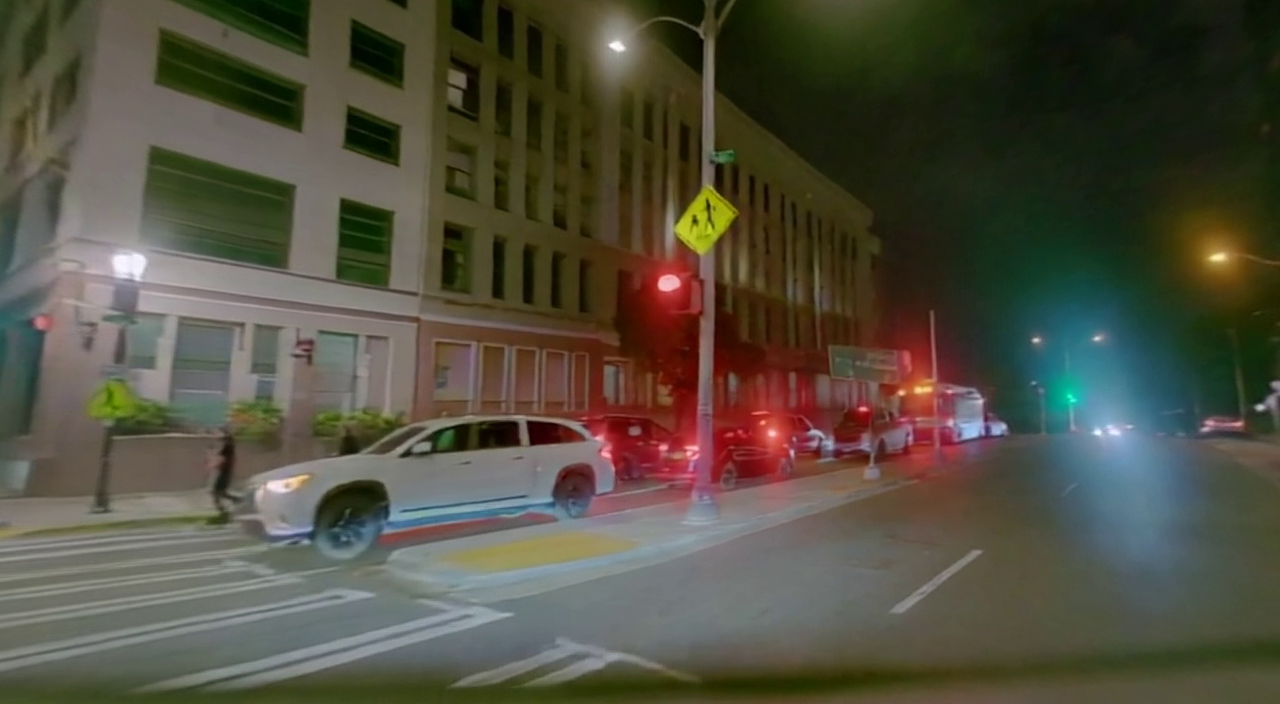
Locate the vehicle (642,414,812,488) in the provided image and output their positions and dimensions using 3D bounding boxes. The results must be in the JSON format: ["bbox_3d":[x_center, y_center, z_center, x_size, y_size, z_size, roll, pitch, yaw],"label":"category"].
[{"bbox_3d":[2.245,2.381,15.259,1.826,1.488,4.628,-8,-11,39],"label":"vehicle"}]

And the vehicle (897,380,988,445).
[{"bbox_3d":[14.086,2.939,29.228,2.268,2.708,5.699,-7,-11,39],"label":"vehicle"}]

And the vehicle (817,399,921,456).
[{"bbox_3d":[8.404,2.816,22.929,1.988,1.855,4.599,-8,-11,40],"label":"vehicle"}]

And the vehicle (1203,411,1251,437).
[{"bbox_3d":[39.302,4.888,42.408,1.888,1.536,4.381,-7,-11,38],"label":"vehicle"}]

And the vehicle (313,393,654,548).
[{"bbox_3d":[-2.104,1.759,9.911,2.053,1.798,4.841,-8,-11,40],"label":"vehicle"}]
